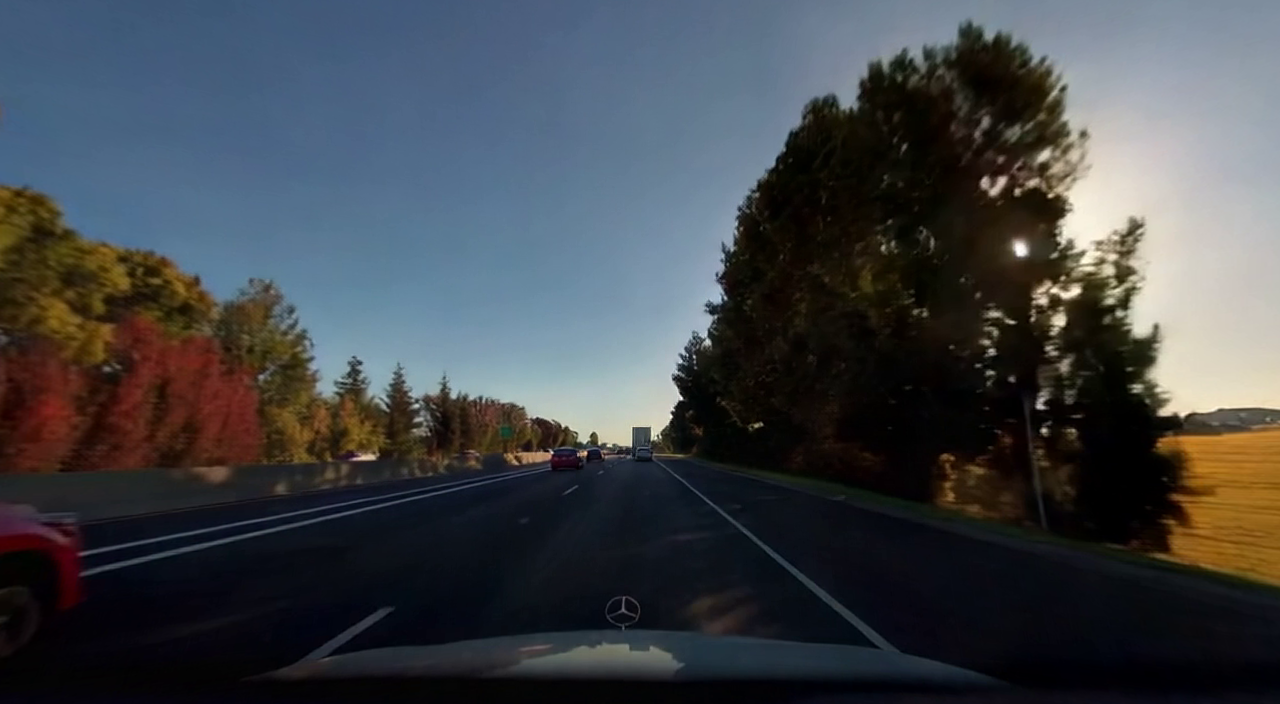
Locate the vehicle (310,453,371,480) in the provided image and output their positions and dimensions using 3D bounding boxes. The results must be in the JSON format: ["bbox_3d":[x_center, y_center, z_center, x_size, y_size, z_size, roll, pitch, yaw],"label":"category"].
[{"bbox_3d":[-17.106,6.561,36.238,1.823,1.427,3.450,0,-9,0],"label":"vehicle"}]

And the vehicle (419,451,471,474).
[{"bbox_3d":[-12.944,7.344,42.179,2.077,1.478,4.354,0,-9,0],"label":"vehicle"}]

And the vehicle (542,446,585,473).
[{"bbox_3d":[-4.616,6.531,38.480,2.172,1.548,3.953,0,-9,0],"label":"vehicle"}]

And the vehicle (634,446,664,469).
[{"bbox_3d":[0.607,7.569,45.379,1.992,1.593,3.937,0,-9,-1],"label":"vehicle"}]
